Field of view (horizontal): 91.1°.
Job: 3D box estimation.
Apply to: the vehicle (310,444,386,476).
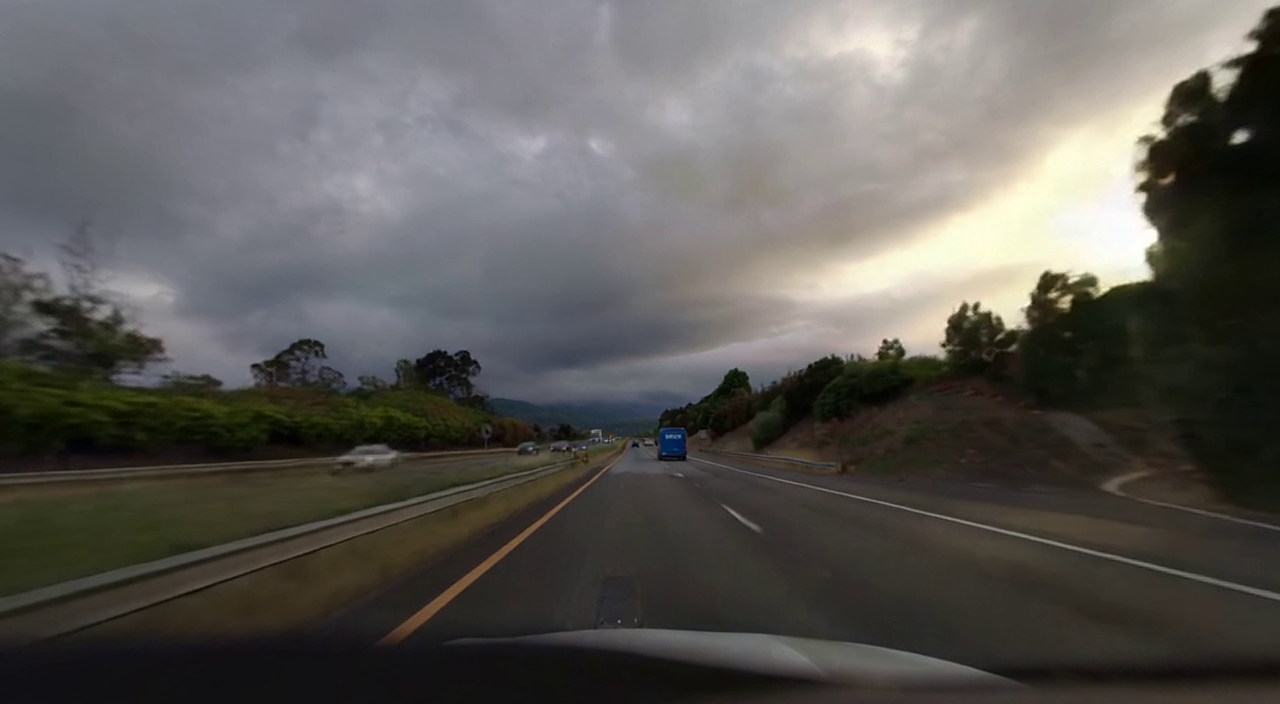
[{"bbox_3d":[-14.480,5.365,31.420,1.803,1.483,3.982,-1,-9,1],"label":"vehicle"}]
